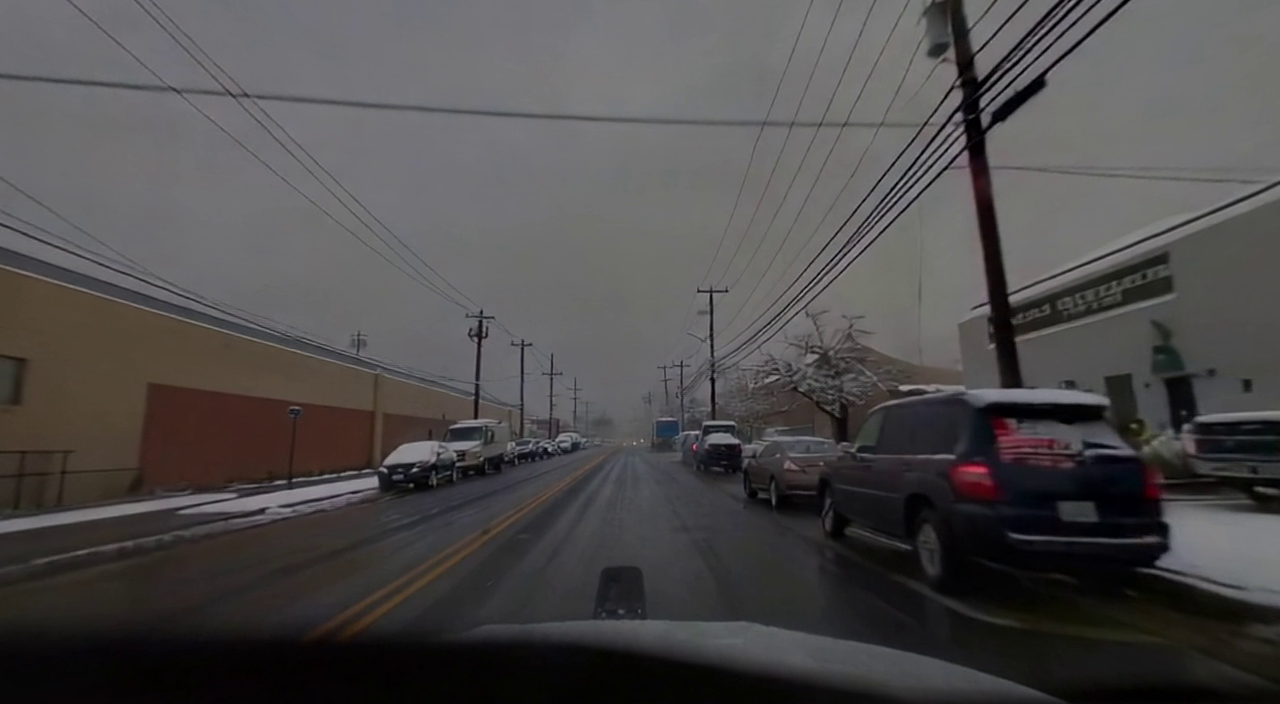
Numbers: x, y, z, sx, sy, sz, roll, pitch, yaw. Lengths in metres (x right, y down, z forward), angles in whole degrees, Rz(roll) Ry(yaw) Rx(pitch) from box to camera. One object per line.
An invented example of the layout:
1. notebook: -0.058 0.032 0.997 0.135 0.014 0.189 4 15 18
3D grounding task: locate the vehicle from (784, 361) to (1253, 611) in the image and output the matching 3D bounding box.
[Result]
1. vehicle: 3.662 1.501 8.062 2.333 1.967 6.008 0 -8 1

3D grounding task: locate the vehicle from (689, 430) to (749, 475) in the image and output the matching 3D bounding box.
1. vehicle: 3.503 4.554 28.851 2.026 1.857 4.699 0 -8 -1

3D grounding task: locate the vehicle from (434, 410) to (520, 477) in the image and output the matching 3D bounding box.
1. vehicle: -8.352 4.827 33.352 2.832 3.101 7.143 -1 -8 -1

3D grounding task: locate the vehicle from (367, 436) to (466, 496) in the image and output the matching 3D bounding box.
1. vehicle: -7.992 4.107 23.055 2.123 1.802 4.486 -4 -9 -3
